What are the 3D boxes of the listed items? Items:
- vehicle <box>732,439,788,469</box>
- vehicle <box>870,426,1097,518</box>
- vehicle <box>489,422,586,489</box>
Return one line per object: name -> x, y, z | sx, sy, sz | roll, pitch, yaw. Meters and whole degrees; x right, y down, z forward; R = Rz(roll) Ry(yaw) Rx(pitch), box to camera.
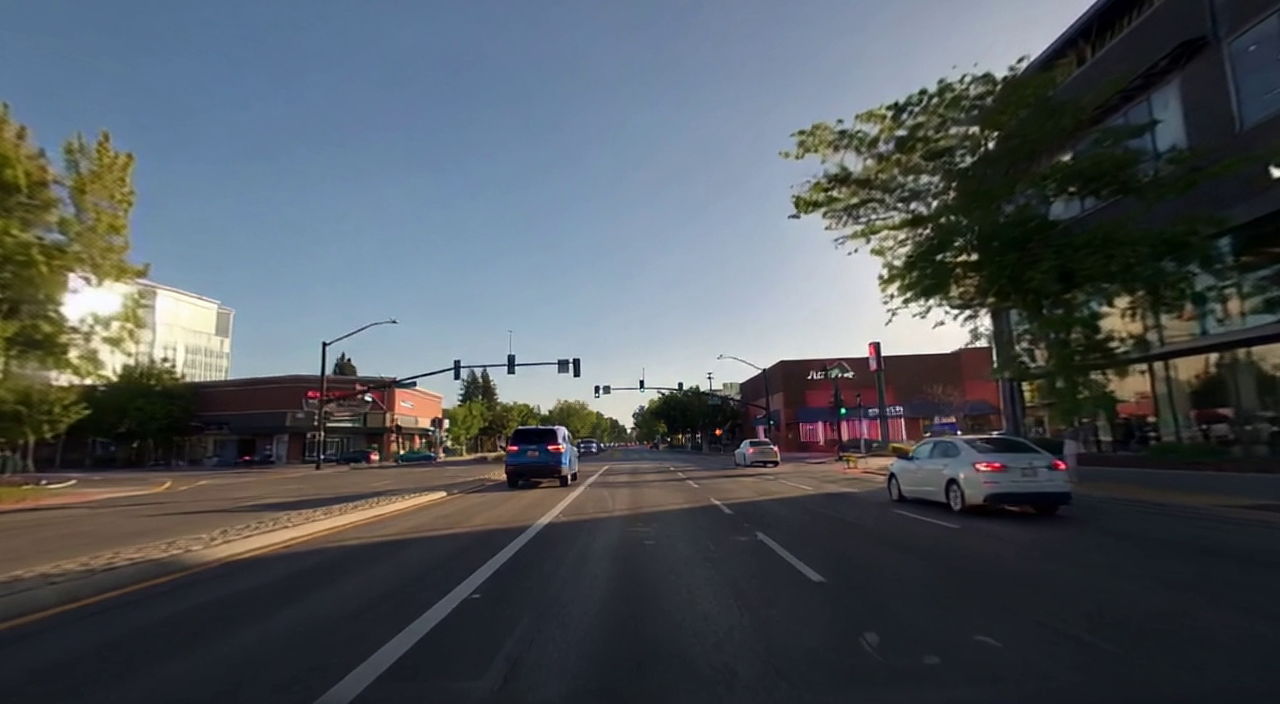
vehicle -> 6.294, 5.399, 33.696 | 1.972, 1.476, 4.775 | 0, -8, -2
vehicle -> 6.774, 2.417, 13.276 | 2.014, 1.539, 4.852 | 0, -8, 0
vehicle -> -3.144, 3.328, 20.588 | 2.313, 1.883, 5.016 | 0, -8, 0
